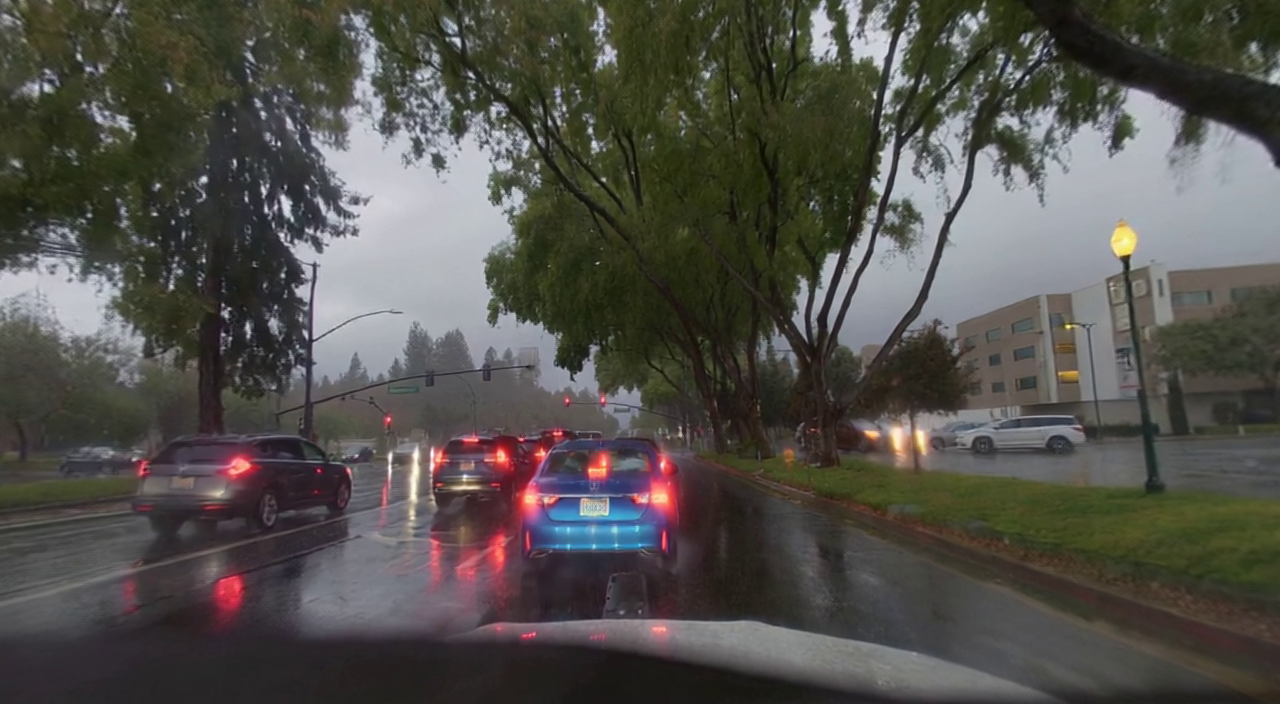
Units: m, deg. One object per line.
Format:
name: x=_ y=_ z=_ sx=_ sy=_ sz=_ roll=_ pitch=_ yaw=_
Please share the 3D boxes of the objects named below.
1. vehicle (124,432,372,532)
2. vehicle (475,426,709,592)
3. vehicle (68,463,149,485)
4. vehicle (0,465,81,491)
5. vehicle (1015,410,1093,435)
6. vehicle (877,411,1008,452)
vehicle: x=-7.278 y=2.436 z=12.432 sx=2.096 sy=1.593 sz=4.288 roll=0 pitch=-9 yaw=0
vehicle: x=-0.426 y=1.719 z=7.722 sx=2.104 sy=1.472 sz=3.946 roll=0 pitch=-9 yaw=0
vehicle: x=-36.435 y=8.364 z=43.369 sx=3.918 sy=1.423 sz=1.861 roll=0 pitch=-9 yaw=1
vehicle: x=-36.647 y=7.548 z=38.052 sx=4.093 sy=1.440 sz=1.804 roll=0 pitch=-9 yaw=-1
vehicle: x=30.354 y=5.235 z=46.479 sx=4.627 sy=1.671 sz=1.929 roll=-5 pitch=-10 yaw=31
vehicle: x=13.918 y=3.708 z=29.308 sx=4.975 sy=1.809 sz=1.956 roll=0 pitch=-9 yaw=1
